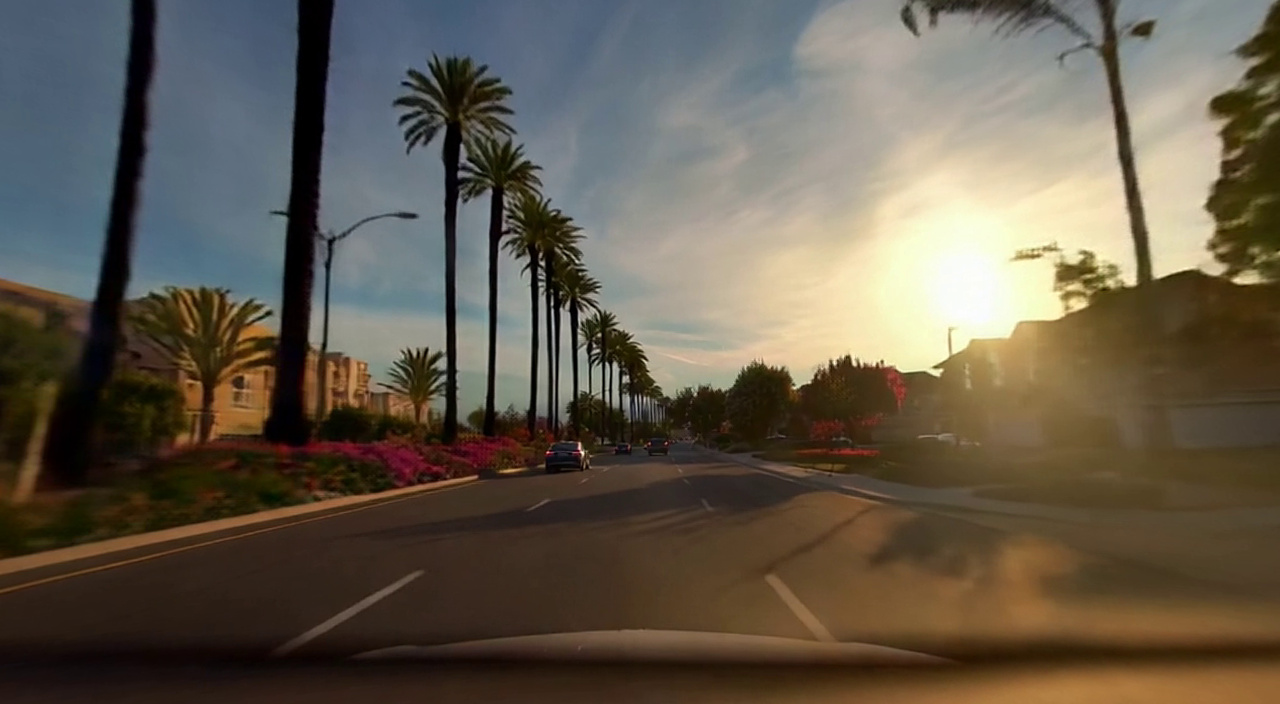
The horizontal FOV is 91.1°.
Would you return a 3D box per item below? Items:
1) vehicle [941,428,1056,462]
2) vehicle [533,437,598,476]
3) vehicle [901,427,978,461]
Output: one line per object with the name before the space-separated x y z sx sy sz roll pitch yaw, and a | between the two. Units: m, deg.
vehicle | 22.008 5.770 38.943 2.426 1.902 6.126 2 -9 -15
vehicle | -3.029 4.363 26.475 2.036 1.478 4.508 0 -8 2
vehicle | 21.201 6.548 44.760 2.624 2.088 5.064 -3 -8 -5
